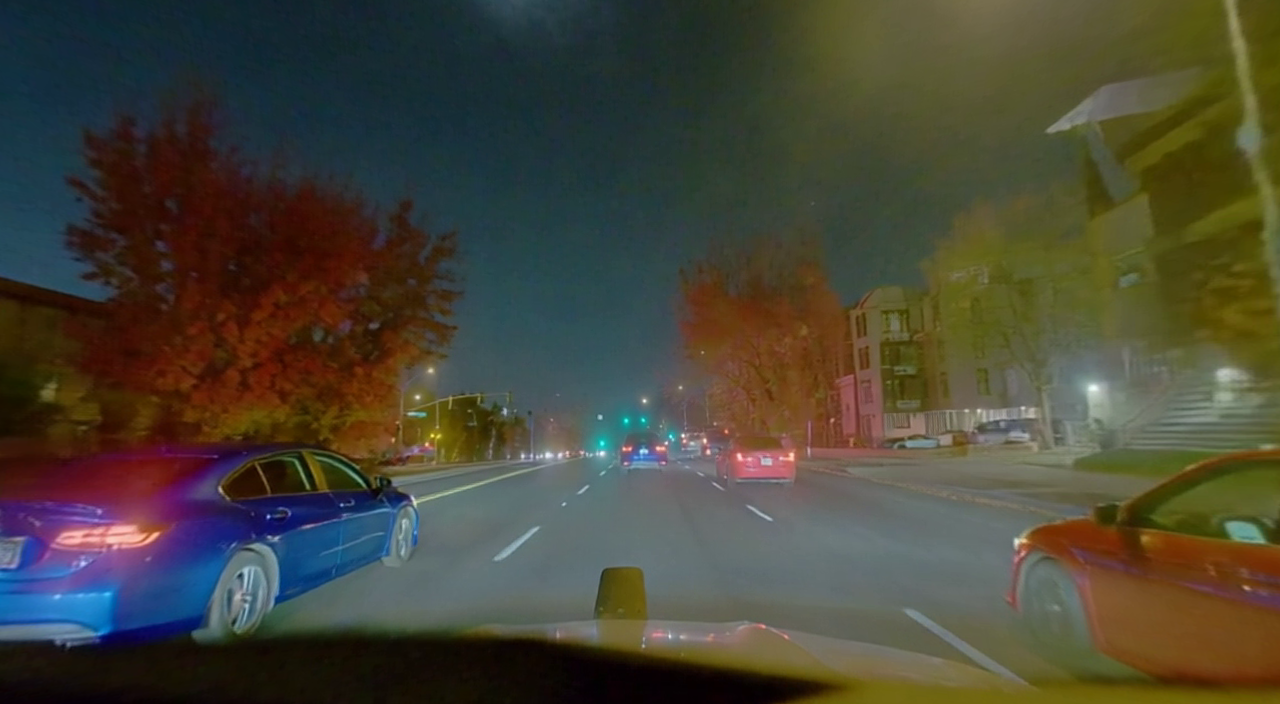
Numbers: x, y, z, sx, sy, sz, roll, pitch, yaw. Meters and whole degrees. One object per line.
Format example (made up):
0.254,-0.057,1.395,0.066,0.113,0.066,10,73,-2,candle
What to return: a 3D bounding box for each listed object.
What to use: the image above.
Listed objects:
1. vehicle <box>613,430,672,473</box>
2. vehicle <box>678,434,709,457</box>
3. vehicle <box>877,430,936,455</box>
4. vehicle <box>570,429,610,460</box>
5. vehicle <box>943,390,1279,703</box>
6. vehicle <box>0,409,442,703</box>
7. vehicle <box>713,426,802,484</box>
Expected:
0.099,4.161,26.416,2.293,1.662,4.262,0,-8,0,vehicle
4.208,7.431,49.961,2.067,1.687,4.163,0,-8,-1,vehicle
18.214,6.273,43.104,1.767,1.400,4.107,-4,-10,-7,vehicle
-3.403,6.467,43.876,2.246,2.062,5.123,0,-8,1,vehicle
3.384,0.926,2.586,2.060,1.474,4.475,0,-8,1,vehicle
-3.494,1.369,5.418,1.997,1.479,4.547,0,-8,1,vehicle
3.661,3.324,20.504,2.019,1.675,4.488,0,-8,0,vehicle
